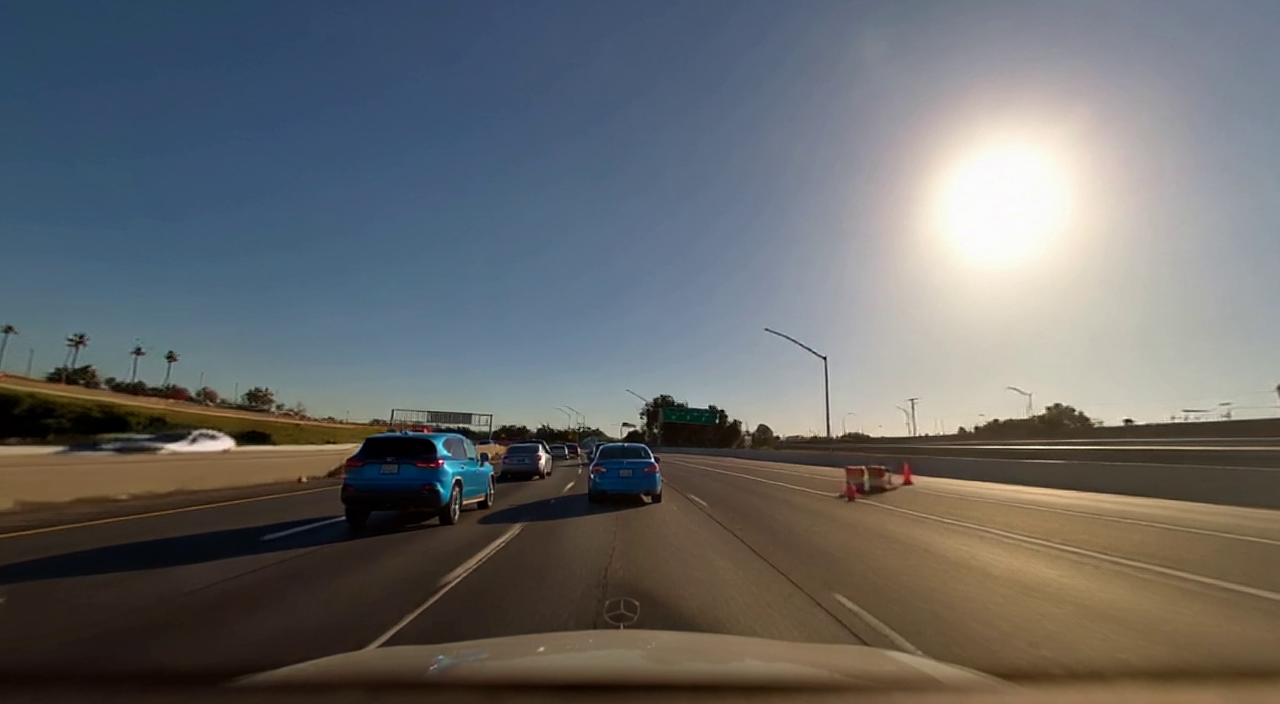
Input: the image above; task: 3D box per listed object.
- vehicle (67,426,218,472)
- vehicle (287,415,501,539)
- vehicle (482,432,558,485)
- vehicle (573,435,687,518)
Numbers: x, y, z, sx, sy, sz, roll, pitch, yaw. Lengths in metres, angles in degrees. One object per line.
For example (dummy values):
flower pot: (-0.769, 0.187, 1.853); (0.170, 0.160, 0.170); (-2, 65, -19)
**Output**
vehicle: (-17.784, 3.511, 22.936); (1.869, 1.516, 4.480); (0, -9, -1)
vehicle: (-3.885, 2.056, 10.922); (2.025, 1.708, 4.089); (0, -9, 0)
vehicle: (-4.186, 3.781, 22.665); (1.982, 1.727, 4.057); (0, -9, -1)
vehicle: (-0.247, 2.562, 13.542); (2.069, 1.484, 3.982); (0, -9, -2)
